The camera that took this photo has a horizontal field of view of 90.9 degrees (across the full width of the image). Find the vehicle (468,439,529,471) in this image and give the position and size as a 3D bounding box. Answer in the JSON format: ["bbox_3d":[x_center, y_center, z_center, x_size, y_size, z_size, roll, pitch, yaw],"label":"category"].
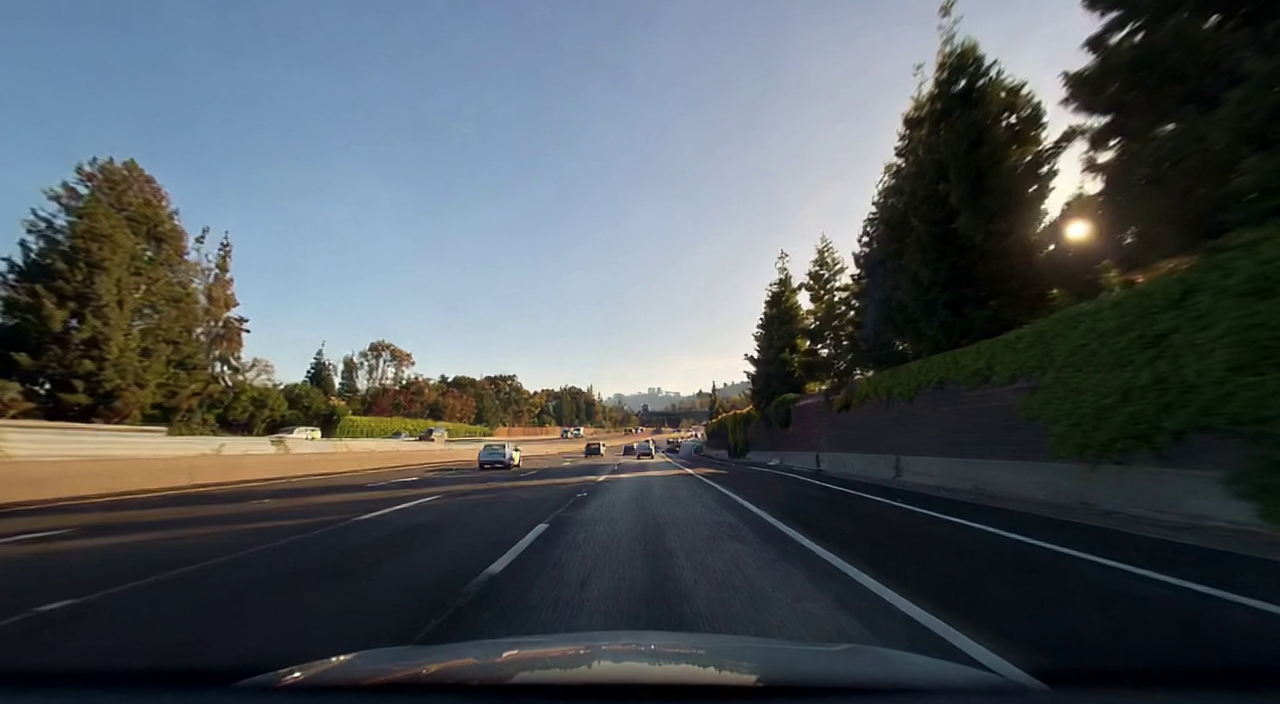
[{"bbox_3d":[-6.997,5.149,31.694,1.966,1.488,4.243,0,-8,2],"label":"vehicle"}]
